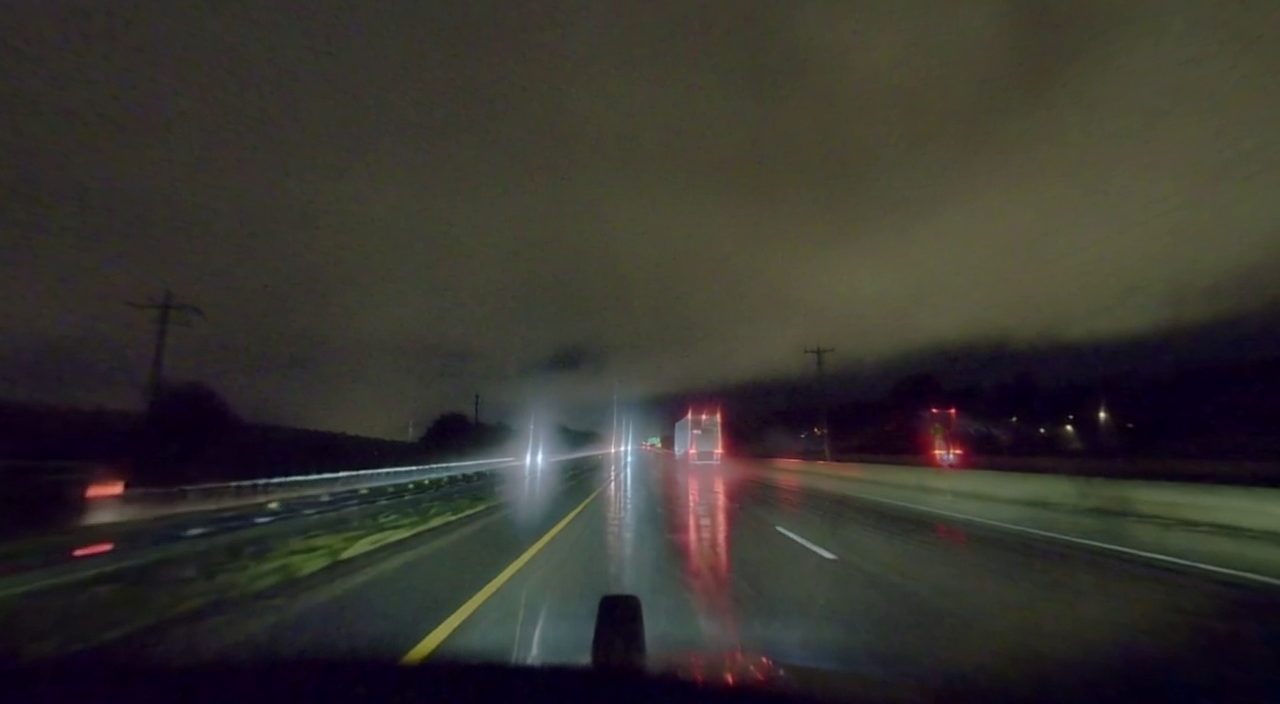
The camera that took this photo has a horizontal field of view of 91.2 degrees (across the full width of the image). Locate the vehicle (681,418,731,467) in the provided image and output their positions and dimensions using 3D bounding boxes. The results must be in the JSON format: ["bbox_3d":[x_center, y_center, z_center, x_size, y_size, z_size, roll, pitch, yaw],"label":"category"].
[{"bbox_3d":[4.889,6.972,47.893,2.826,3.408,7.775,0,-9,-1],"label":"vehicle"}]
